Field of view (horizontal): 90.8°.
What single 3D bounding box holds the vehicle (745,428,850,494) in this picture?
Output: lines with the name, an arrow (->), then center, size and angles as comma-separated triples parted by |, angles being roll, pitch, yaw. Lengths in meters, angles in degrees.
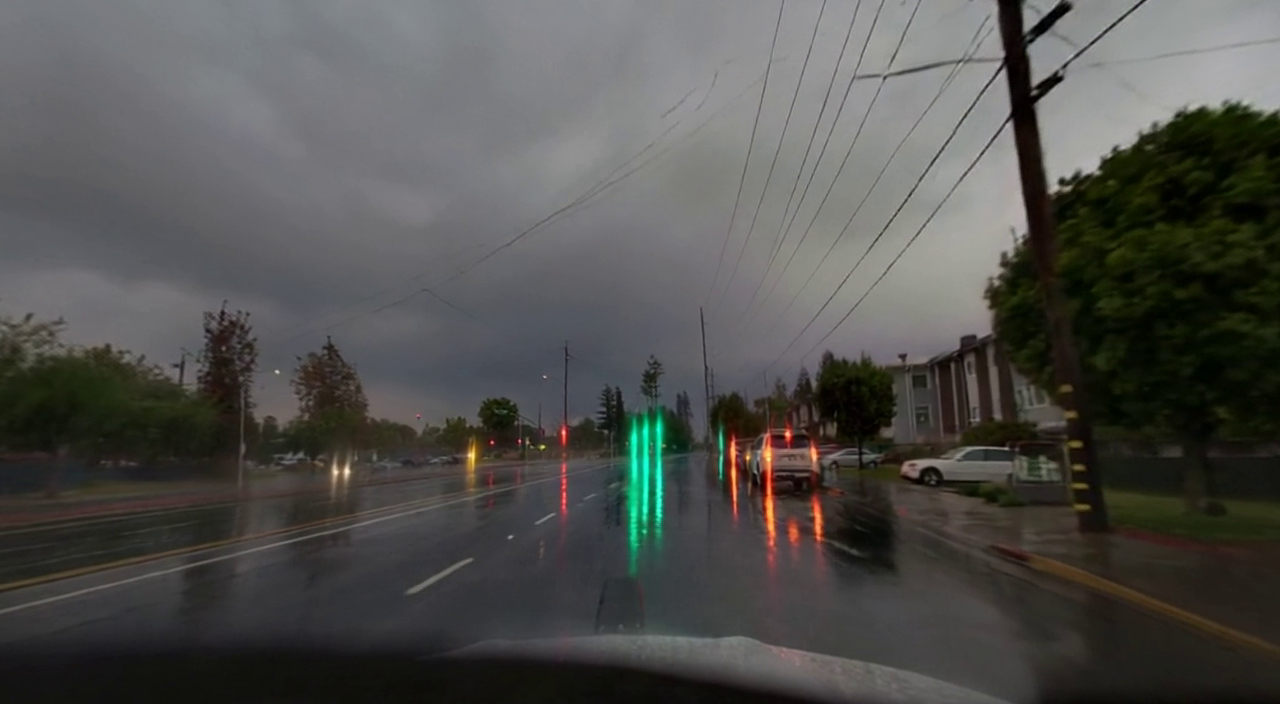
vehicle -> 4.789, 3.394, 20.119 | 2.359, 1.817, 4.985 | -1, -8, 4

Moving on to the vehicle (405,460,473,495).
vehicle -> -9.406, 5.860, 29.853 | 1.688, 1.424, 3.786 | -1, -8, 5

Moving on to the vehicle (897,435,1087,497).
vehicle -> 10.815, 3.488, 19.767 | 2.038, 1.680, 4.660 | 6, -10, -37
